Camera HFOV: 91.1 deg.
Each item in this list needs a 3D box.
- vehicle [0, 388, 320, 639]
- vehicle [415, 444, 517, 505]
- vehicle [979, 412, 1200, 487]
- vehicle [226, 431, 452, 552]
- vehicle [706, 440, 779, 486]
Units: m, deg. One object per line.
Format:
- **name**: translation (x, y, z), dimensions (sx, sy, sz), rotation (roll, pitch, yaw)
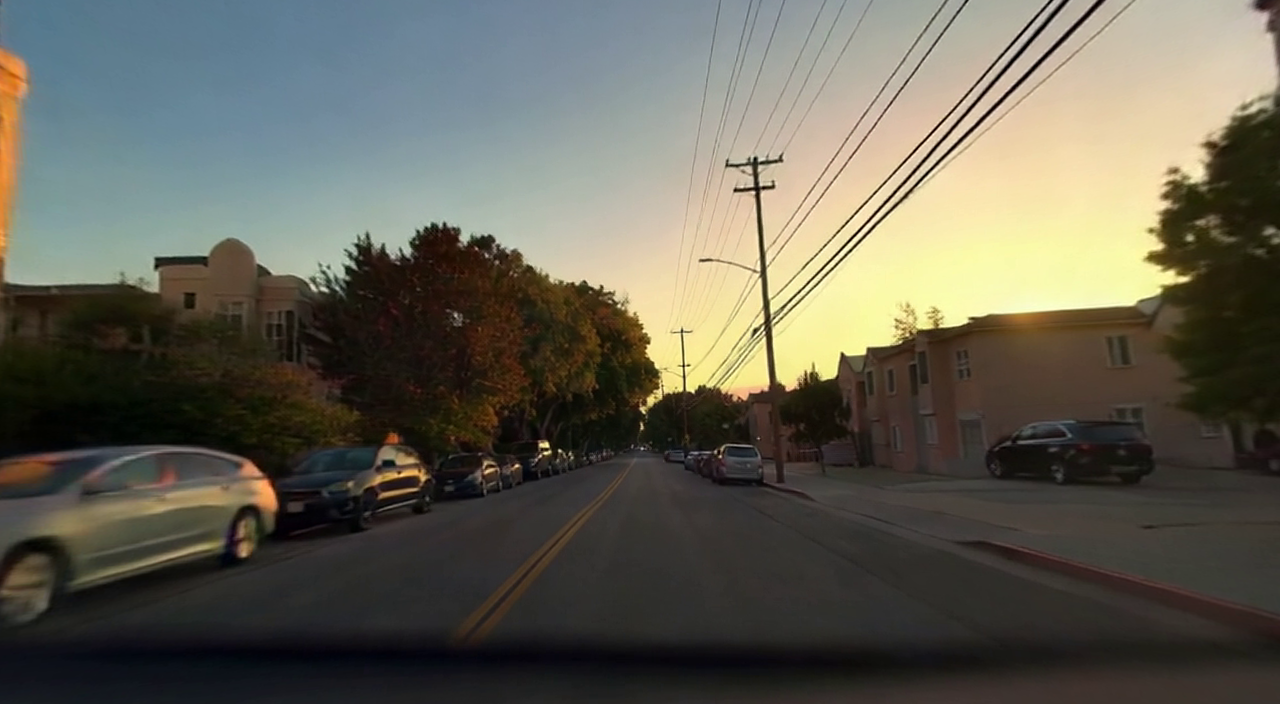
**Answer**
- **vehicle**: translation (-6.213, 1.746, 7.215), dimensions (2.120, 1.989, 5.616), rotation (-3, -10, 0)
- **vehicle**: translation (-6.045, 4.283, 22.529), dimensions (2.247, 1.698, 4.944), rotation (-3, -7, 0)
- **vehicle**: translation (14.042, 3.151, 20.488), dimensions (2.229, 2.040, 6.832), rotation (0, -8, 1)
- **vehicle**: translation (-6.125, 2.814, 13.865), dimensions (2.063, 1.936, 5.919), rotation (-4, -8, 0)
- **vehicle**: translation (4.106, 4.540, 25.972), dimensions (2.328, 1.730, 4.225), rotation (0, -8, 0)
